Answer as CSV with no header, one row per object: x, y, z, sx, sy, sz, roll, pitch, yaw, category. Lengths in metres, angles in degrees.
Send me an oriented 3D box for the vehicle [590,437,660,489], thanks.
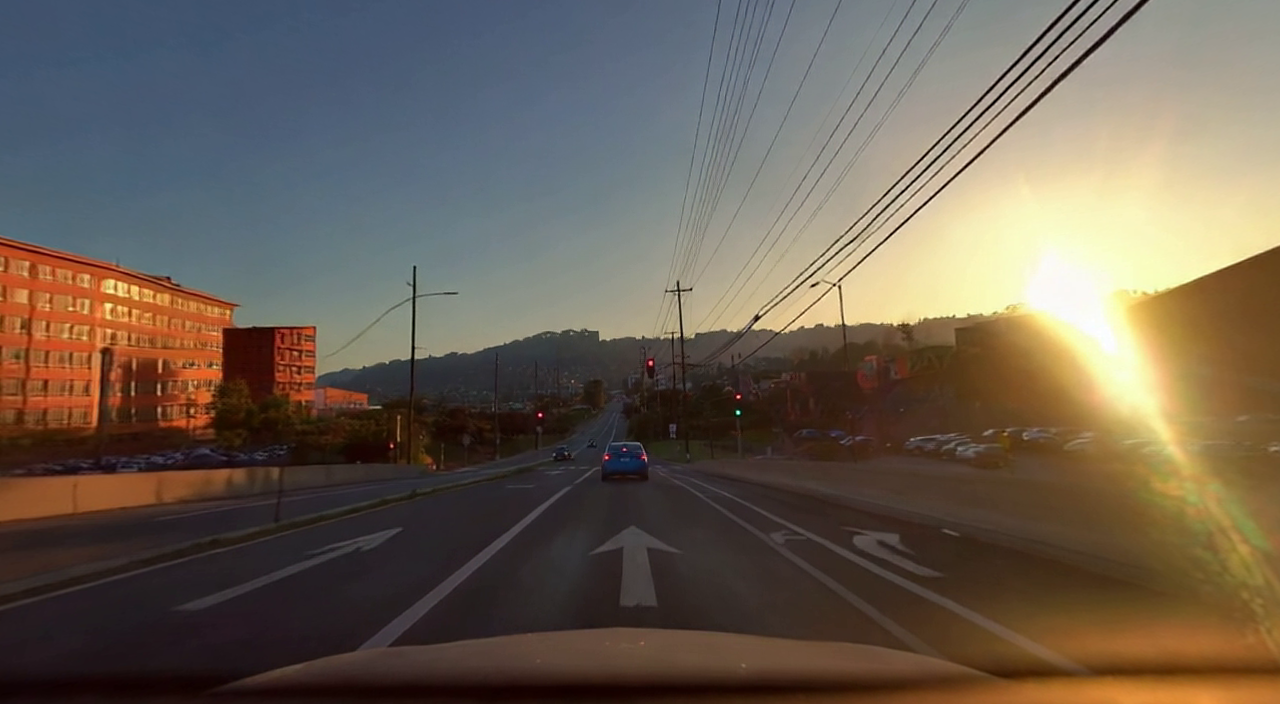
-0.508,3.648,21.115,2.123,1.566,3.662,0,-8,-1,vehicle
